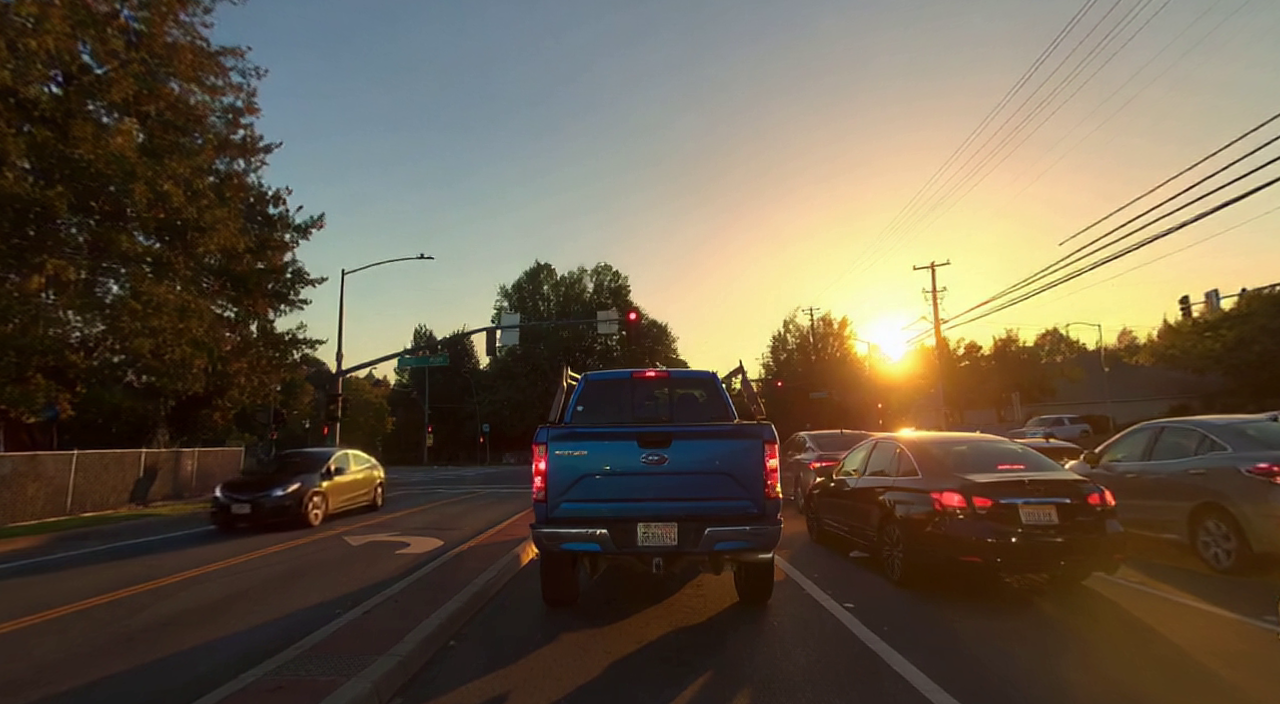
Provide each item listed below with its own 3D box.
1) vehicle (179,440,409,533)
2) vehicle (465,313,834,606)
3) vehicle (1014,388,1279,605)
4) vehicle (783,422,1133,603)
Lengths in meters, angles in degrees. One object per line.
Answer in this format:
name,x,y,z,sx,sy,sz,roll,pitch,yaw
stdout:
vehicle,-7.282,2.835,14.024,2.369,1.690,4.529,0,-8,3
vehicle,0.110,1.267,8.042,2.831,2.284,6.149,0,-8,1
vehicle,6.154,1.366,6.449,1.982,1.727,4.352,0,-8,1
vehicle,3.116,1.643,7.354,1.993,1.495,4.060,0,-8,1
